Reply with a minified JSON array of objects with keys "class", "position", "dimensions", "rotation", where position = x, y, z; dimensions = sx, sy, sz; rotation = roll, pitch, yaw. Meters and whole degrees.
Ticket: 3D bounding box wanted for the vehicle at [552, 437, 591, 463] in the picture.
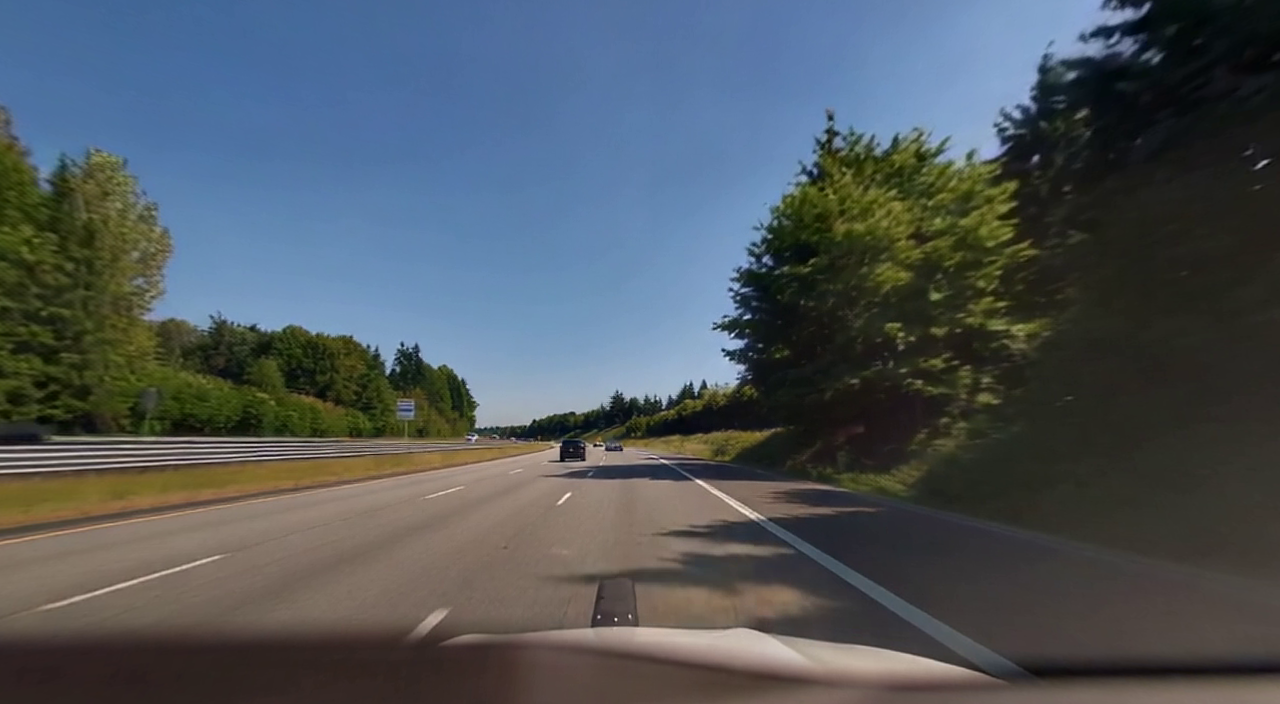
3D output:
[{"class":"vehicle","position":[-4.572,6.665,42.849],"dimensions":[2.217,1.604,4.614],"rotation":[0,-8,-1]}]
